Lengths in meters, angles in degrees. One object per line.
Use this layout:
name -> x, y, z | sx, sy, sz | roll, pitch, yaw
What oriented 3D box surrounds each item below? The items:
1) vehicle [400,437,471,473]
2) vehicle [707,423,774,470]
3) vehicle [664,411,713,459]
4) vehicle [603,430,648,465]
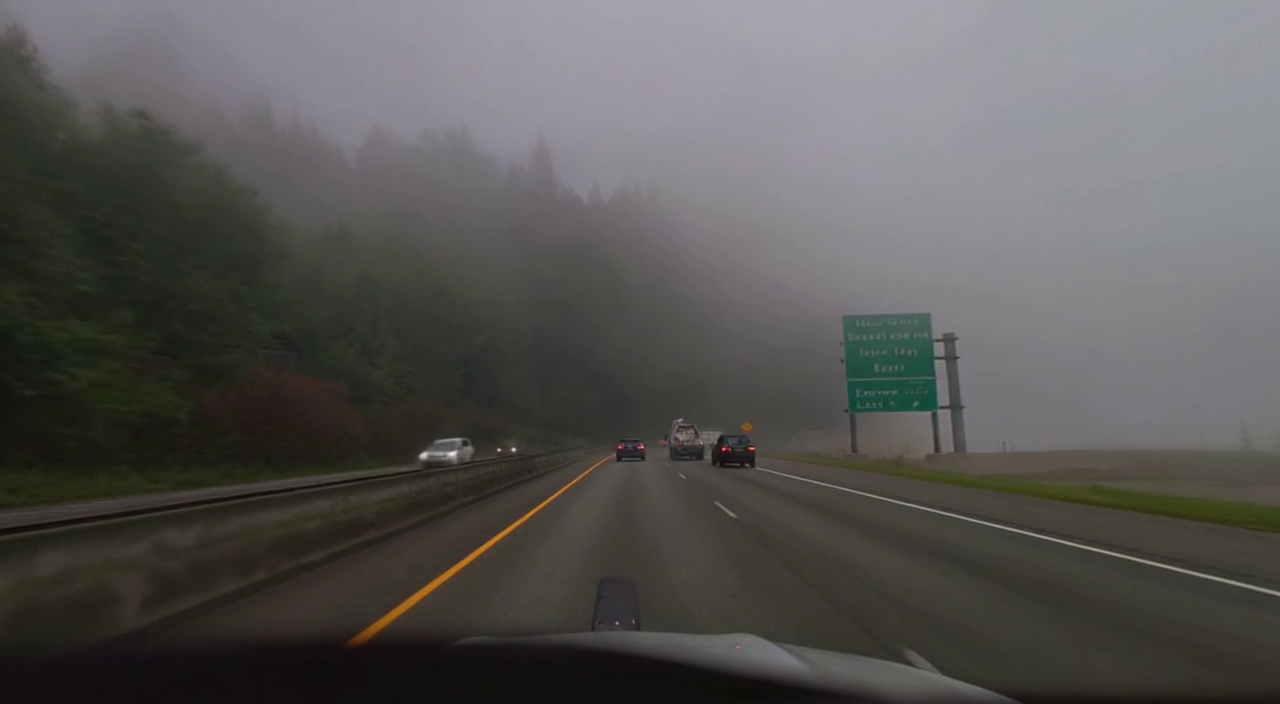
vehicle -> -9.487, 4.765, 29.640 | 1.932, 1.545, 4.168 | 0, -8, 0
vehicle -> 4.318, 4.112, 27.695 | 2.073, 1.905, 4.023 | 0, -8, -3
vehicle -> 3.232, 5.822, 44.157 | 2.728, 3.053, 7.708 | 0, -8, 0
vehicle -> -0.747, 4.928, 32.839 | 2.206, 1.681, 4.111 | 0, -8, -1
